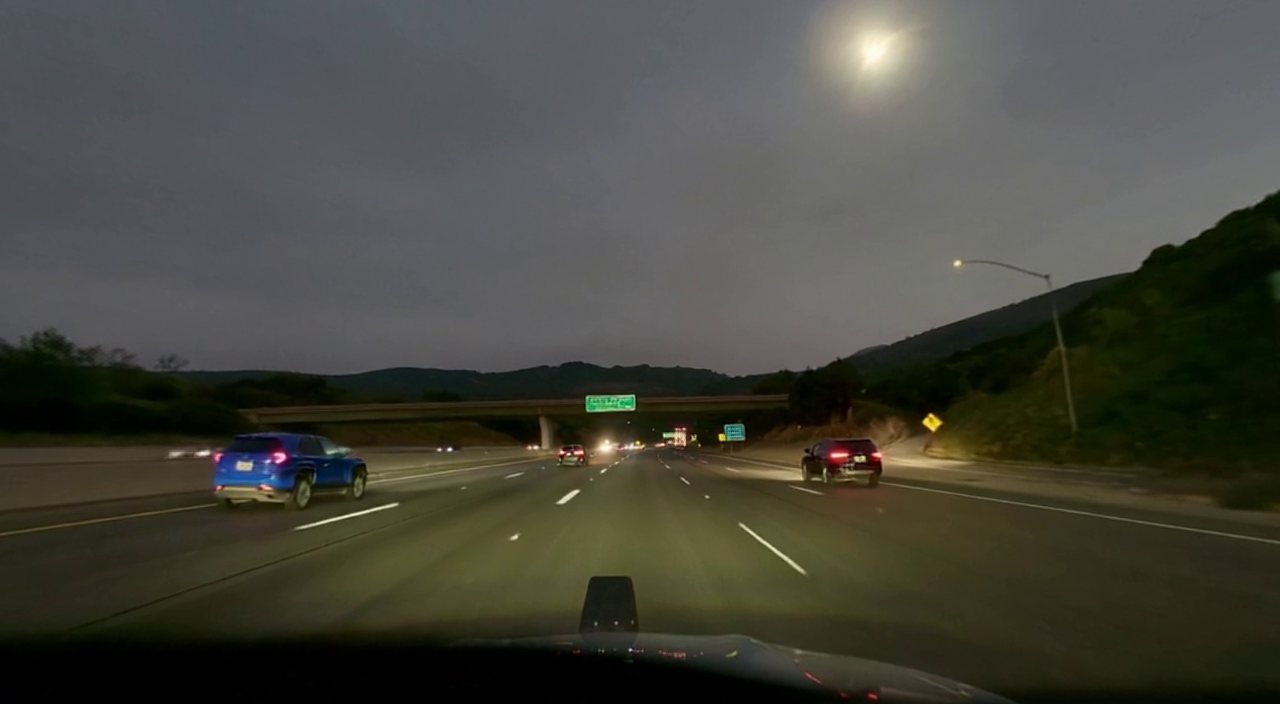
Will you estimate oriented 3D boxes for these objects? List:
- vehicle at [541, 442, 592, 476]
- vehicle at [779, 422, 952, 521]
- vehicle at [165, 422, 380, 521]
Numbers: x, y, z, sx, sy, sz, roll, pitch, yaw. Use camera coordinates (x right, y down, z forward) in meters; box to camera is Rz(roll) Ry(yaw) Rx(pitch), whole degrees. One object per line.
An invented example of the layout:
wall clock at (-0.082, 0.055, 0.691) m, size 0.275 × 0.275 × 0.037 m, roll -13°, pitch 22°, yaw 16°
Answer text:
vehicle at (-3.437, 5.108, 30.379) m, size 1.925 × 1.509 × 4.363 m, roll 0°, pitch -9°, yaw 0°
vehicle at (4.469, 2.443, 13.423) m, size 1.950 × 1.719 × 4.545 m, roll 0°, pitch -9°, yaw 0°
vehicle at (-7.196, 2.374, 13.006) m, size 1.860 × 1.694 × 4.173 m, roll 0°, pitch -9°, yaw 0°
